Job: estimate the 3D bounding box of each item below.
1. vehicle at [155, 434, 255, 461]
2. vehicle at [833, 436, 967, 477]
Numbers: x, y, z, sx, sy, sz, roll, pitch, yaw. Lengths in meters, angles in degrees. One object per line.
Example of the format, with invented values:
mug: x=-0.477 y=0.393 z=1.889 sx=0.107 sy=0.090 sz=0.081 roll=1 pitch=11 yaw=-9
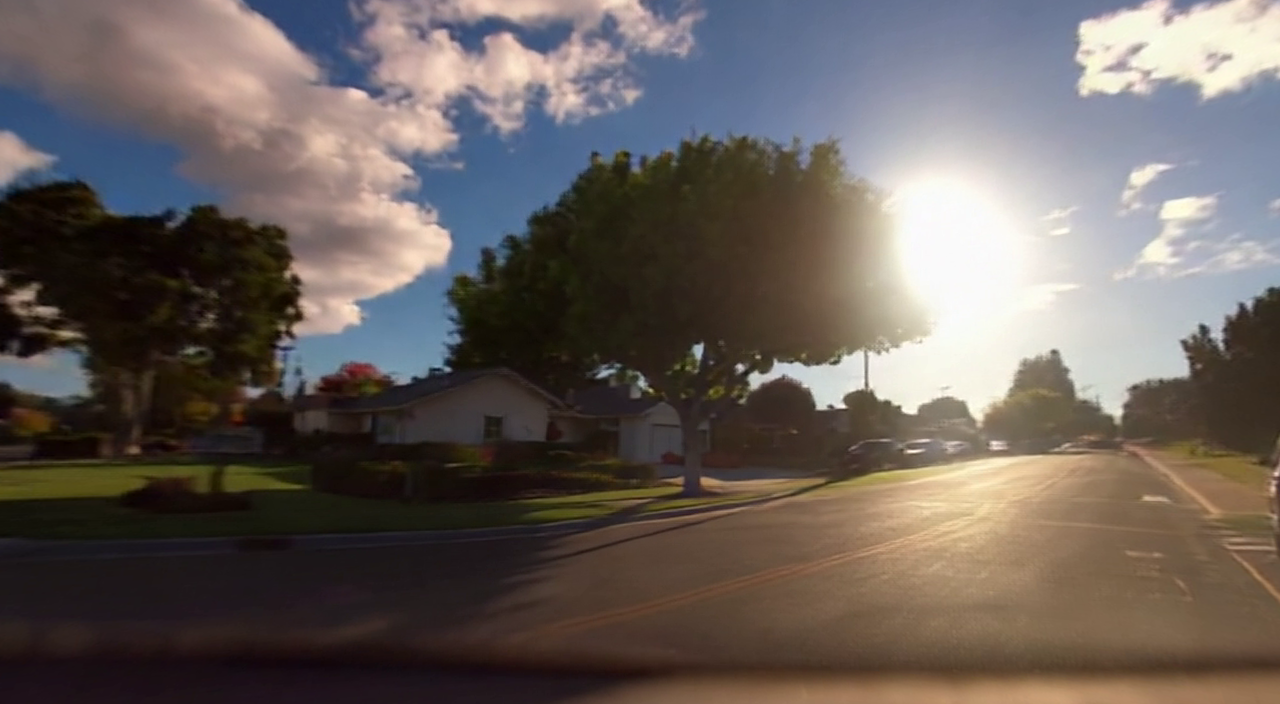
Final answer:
vehicle: x=-25.131 y=5.554 z=36.709 sx=4.585 sy=1.457 sz=1.899 roll=5 pitch=-10 yaw=-30
vehicle: x=10.616 y=4.299 z=26.149 sx=4.750 sy=1.559 sz=1.928 roll=-2 pitch=-9 yaw=11
